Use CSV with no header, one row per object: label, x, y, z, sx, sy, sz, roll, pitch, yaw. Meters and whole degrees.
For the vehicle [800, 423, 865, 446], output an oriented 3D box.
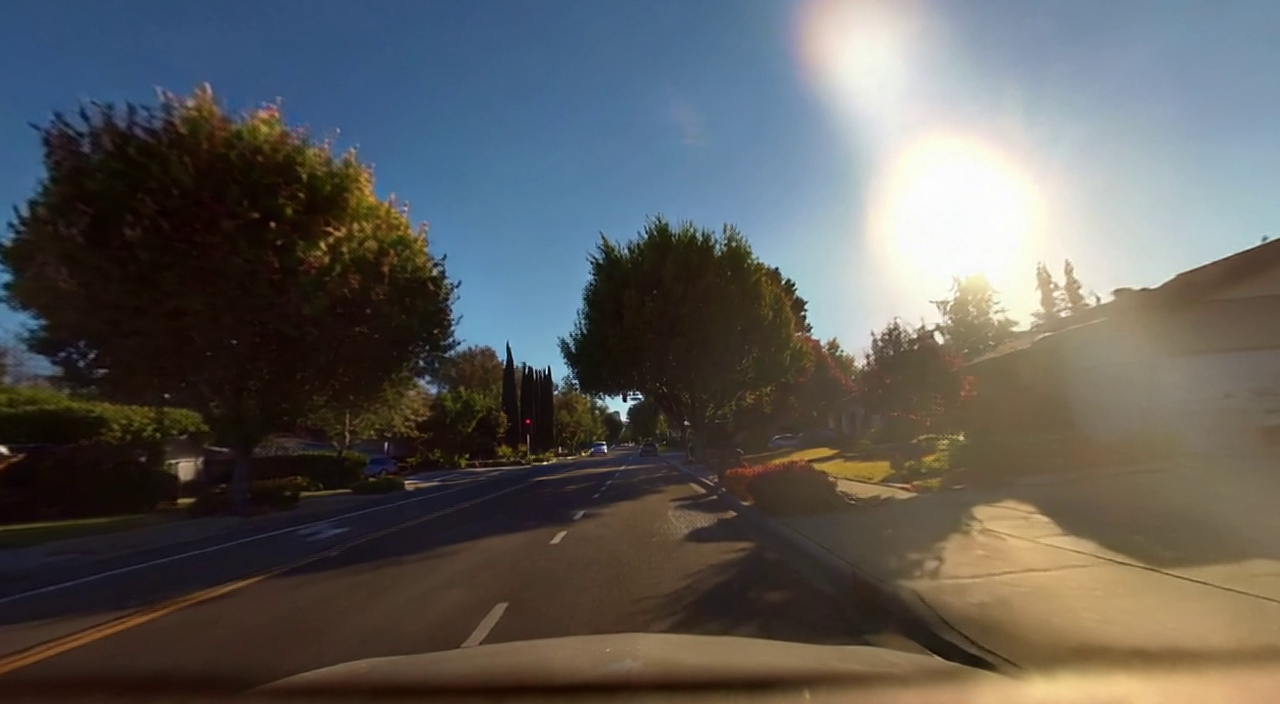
vehicle,14.657,6.333,48.036,4.319,1.700,2.034,0,-8,1
